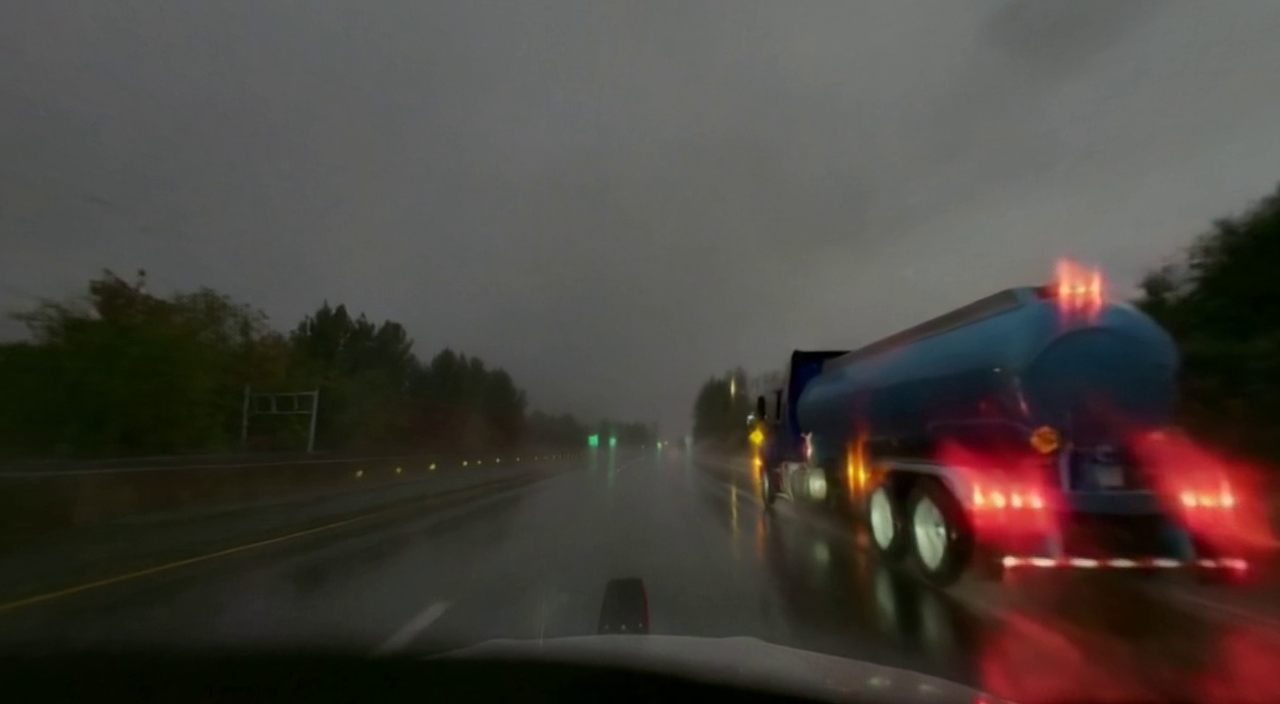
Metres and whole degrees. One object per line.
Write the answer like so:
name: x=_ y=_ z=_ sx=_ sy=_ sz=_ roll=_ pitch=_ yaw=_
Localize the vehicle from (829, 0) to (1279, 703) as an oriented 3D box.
vehicle: x=4.134 y=-0.037 z=1.610 sx=2.880 sy=3.624 sz=14.397 roll=0 pitch=-9 yaw=0
